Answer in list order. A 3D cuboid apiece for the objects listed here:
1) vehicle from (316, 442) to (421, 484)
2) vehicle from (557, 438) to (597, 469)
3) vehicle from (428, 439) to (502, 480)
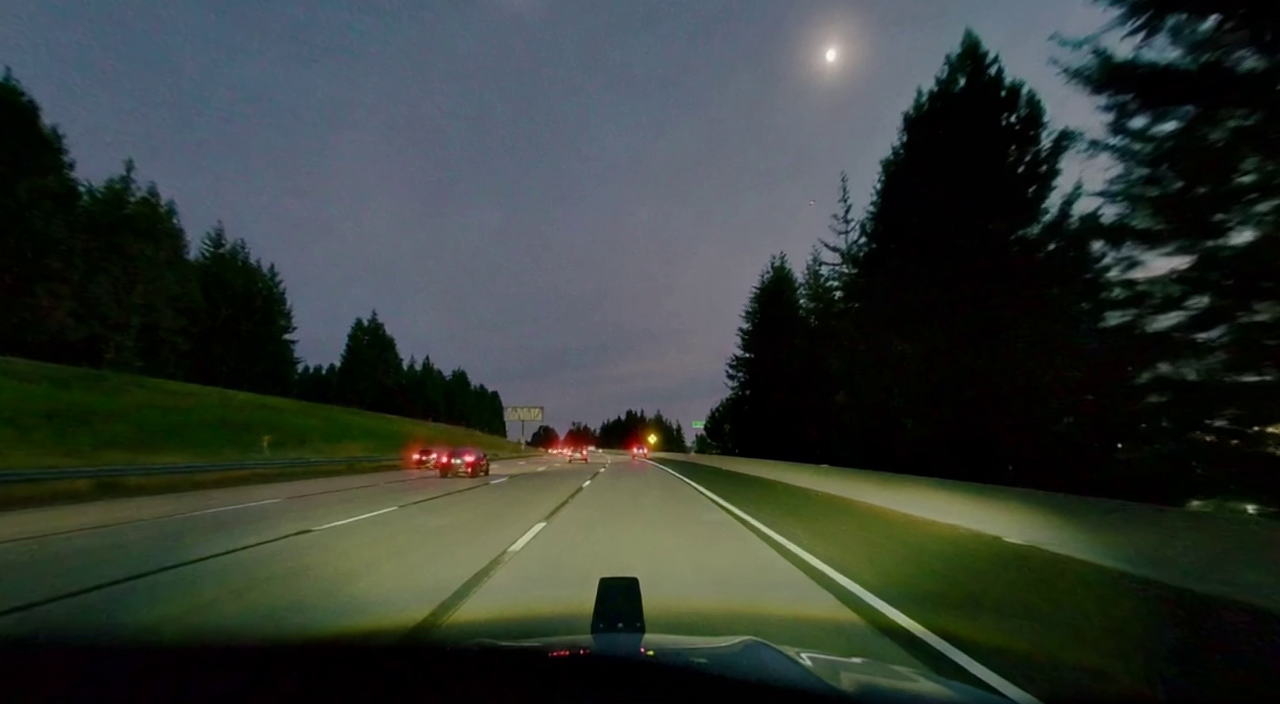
[{"bbox_3d":[-11.092,4.537,26.149,2.100,1.537,5.092,0,-8,0],"label":"vehicle"},{"bbox_3d":[-3.946,6.464,40.105,2.138,1.833,4.622,0,-8,-1],"label":"vehicle"},{"bbox_3d":[-7.579,4.686,27.718,2.015,1.651,4.432,0,-8,0],"label":"vehicle"}]
